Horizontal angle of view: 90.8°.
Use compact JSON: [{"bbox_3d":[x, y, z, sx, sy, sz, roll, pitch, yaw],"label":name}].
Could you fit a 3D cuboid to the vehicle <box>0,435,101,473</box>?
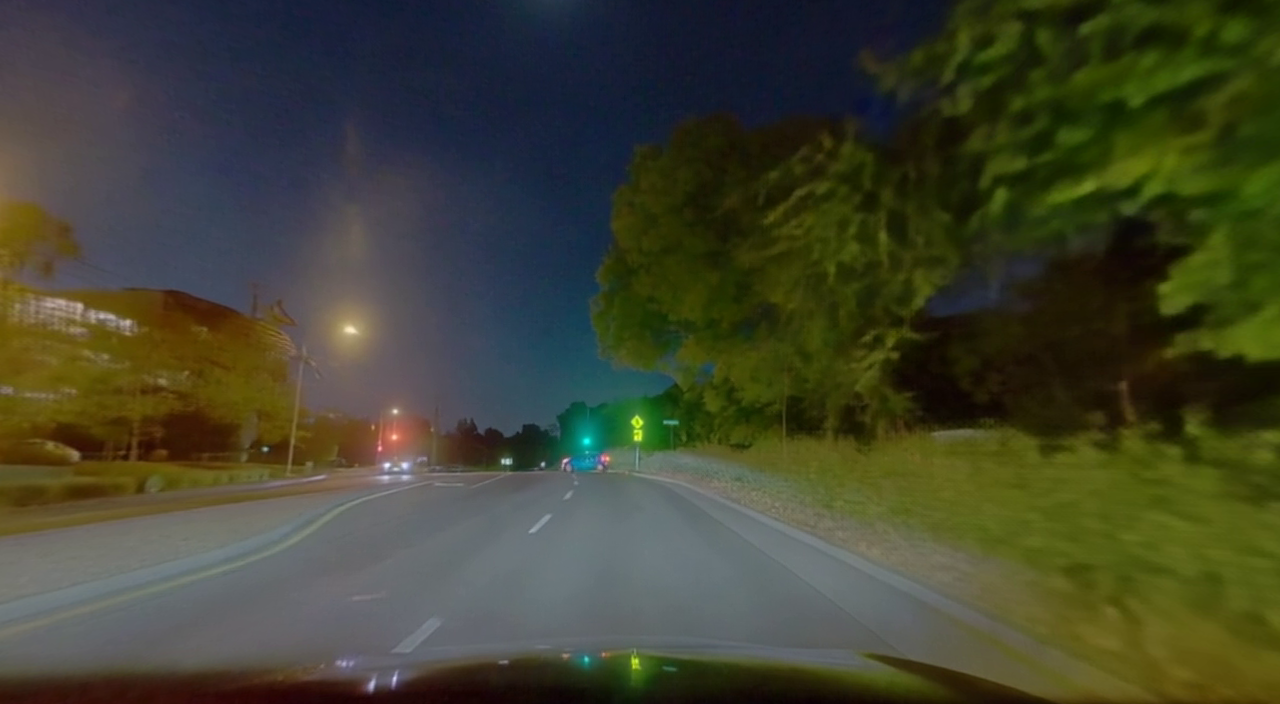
[{"bbox_3d":[-29.127,4.905,30.511,4.816,1.696,2.323,-3,-9,17],"label":"vehicle"}]
